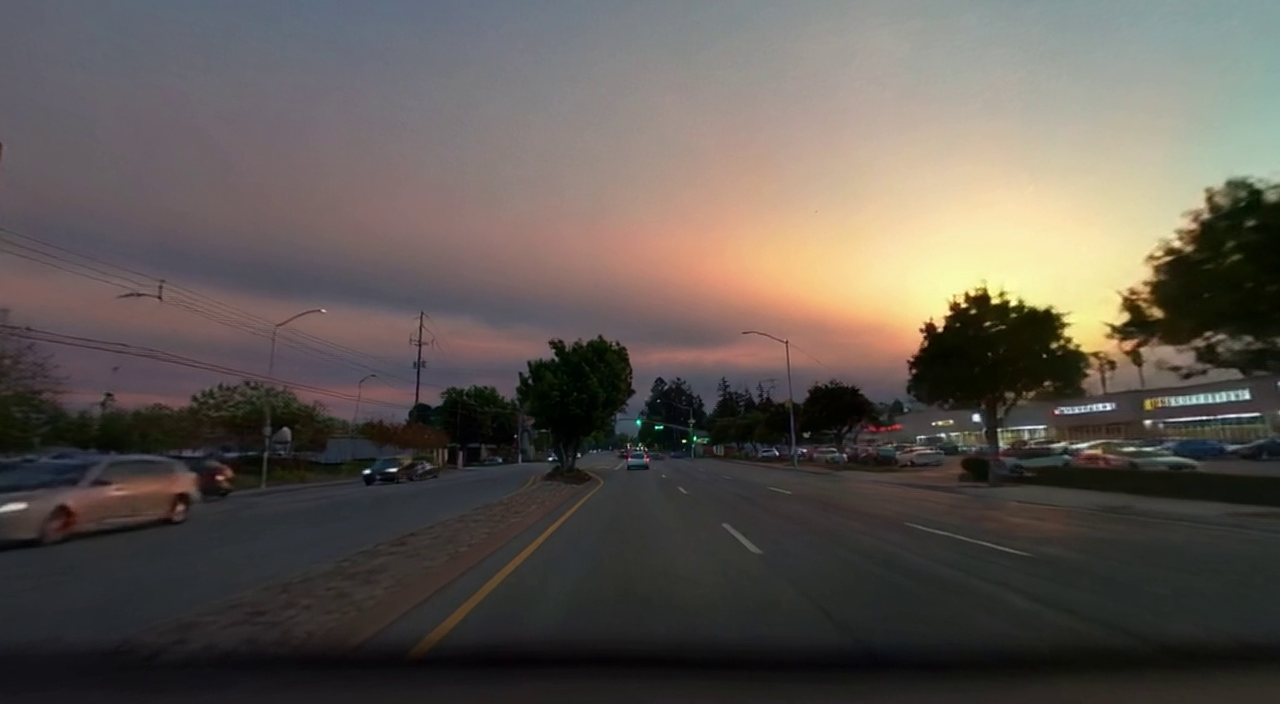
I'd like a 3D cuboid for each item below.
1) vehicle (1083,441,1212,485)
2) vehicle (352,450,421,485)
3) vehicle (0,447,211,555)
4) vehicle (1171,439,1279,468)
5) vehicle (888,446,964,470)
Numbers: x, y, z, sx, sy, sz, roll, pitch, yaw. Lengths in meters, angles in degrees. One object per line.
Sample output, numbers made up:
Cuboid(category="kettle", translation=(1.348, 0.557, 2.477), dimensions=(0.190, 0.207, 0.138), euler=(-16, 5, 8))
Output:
Cuboid(category="vehicle", translation=(19.518, 4.229, 24.285), dimensions=(4.333, 1.532, 2.037), euler=(4, -10, -25))
Cuboid(category="vehicle", translation=(-14.544, 6.605, 36.515), dimensions=(2.046, 1.900, 4.689), euler=(0, -9, 0))
Cuboid(category="vehicle", translation=(-11.374, 2.864, 12.955), dimensions=(2.004, 1.787, 4.384), euler=(0, -9, 0))
Cuboid(category="vehicle", translation=(32.110, 5.570, 34.770), dimensions=(4.036, 1.512, 1.856), euler=(0, -9, 1))
Cuboid(category="vehicle", translation=(19.406, 7.155, 42.900), dimensions=(4.731, 1.535, 2.079), euler=(4, -10, -26))
